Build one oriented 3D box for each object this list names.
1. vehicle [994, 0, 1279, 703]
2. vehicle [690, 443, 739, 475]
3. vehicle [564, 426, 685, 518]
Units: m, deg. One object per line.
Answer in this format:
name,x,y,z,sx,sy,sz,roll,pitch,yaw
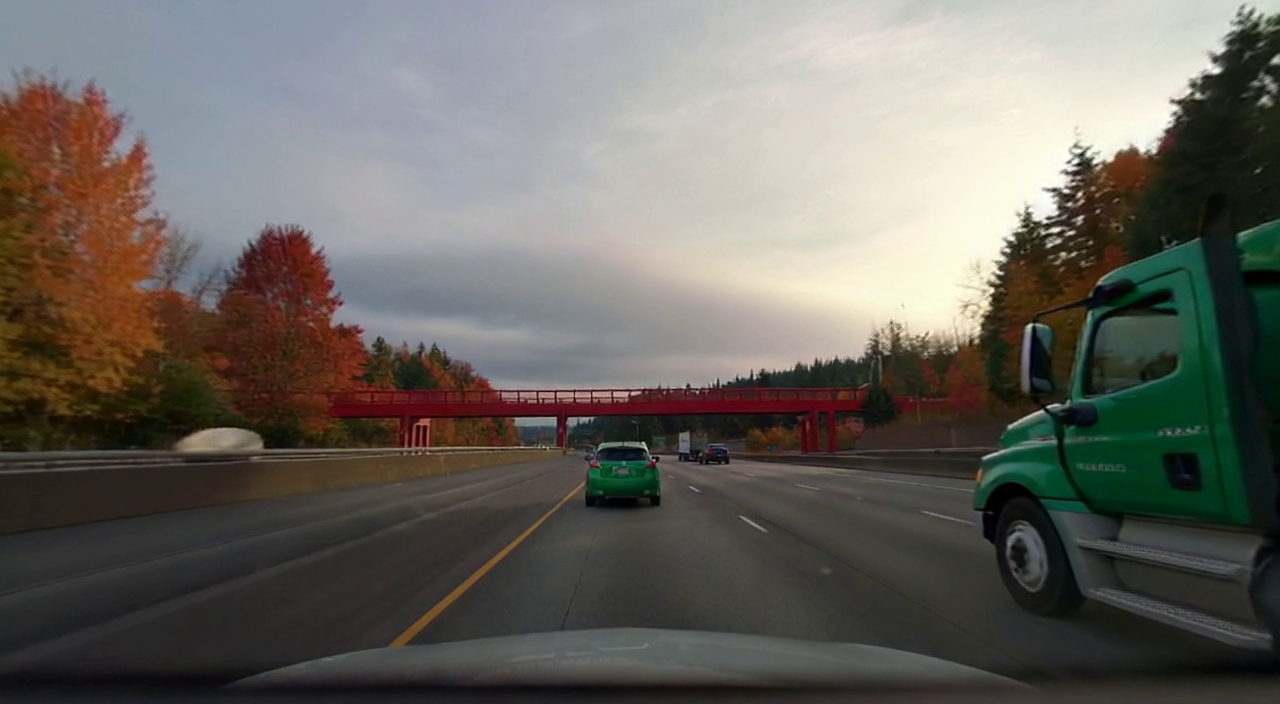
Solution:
vehicle,4.333,-0.548,0.246,2.992,3.920,8.831,0,-9,-1
vehicle,3.765,5.447,32.170,1.894,1.487,3.751,0,-9,-2
vehicle,-0.312,2.556,13.807,2.259,1.699,4.015,0,-9,0
